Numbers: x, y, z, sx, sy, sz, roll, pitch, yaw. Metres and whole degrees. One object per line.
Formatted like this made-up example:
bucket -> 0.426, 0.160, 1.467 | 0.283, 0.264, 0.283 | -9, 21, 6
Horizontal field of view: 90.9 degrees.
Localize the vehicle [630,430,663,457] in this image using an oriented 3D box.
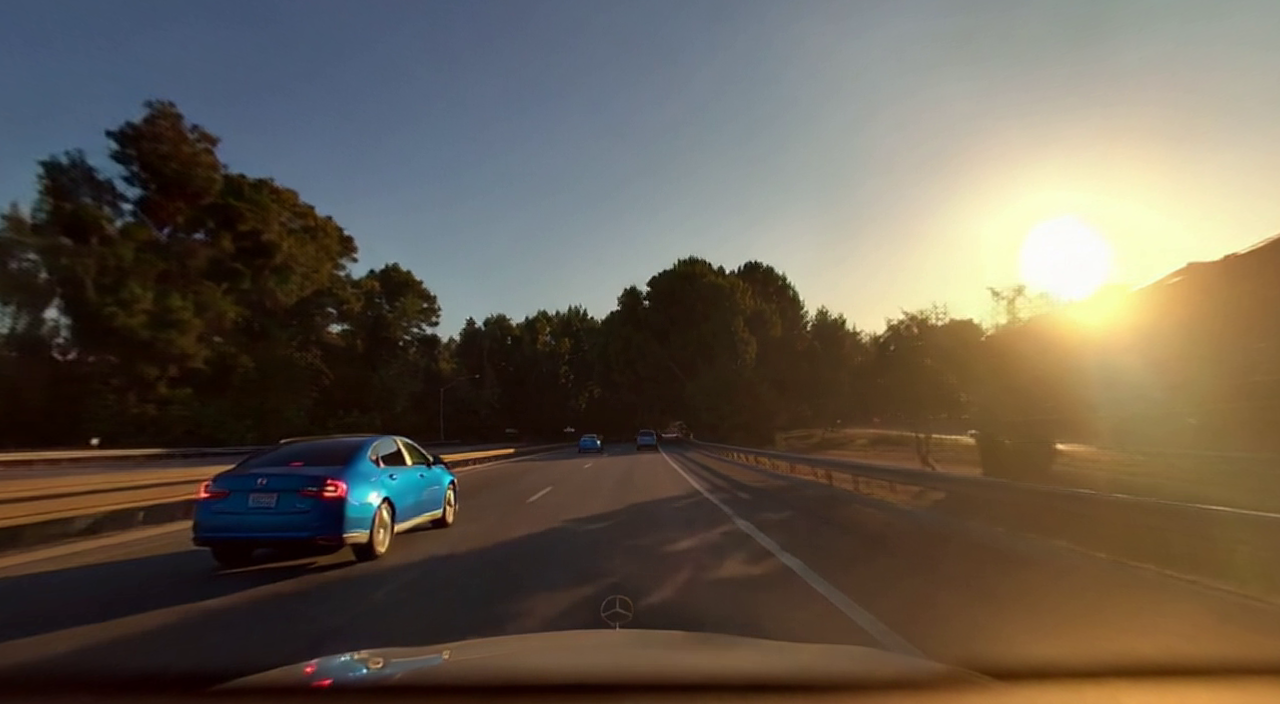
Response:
vehicle -> 0.390, 5.953, 41.044 | 2.041, 1.618, 3.898 | 0, -8, -1
